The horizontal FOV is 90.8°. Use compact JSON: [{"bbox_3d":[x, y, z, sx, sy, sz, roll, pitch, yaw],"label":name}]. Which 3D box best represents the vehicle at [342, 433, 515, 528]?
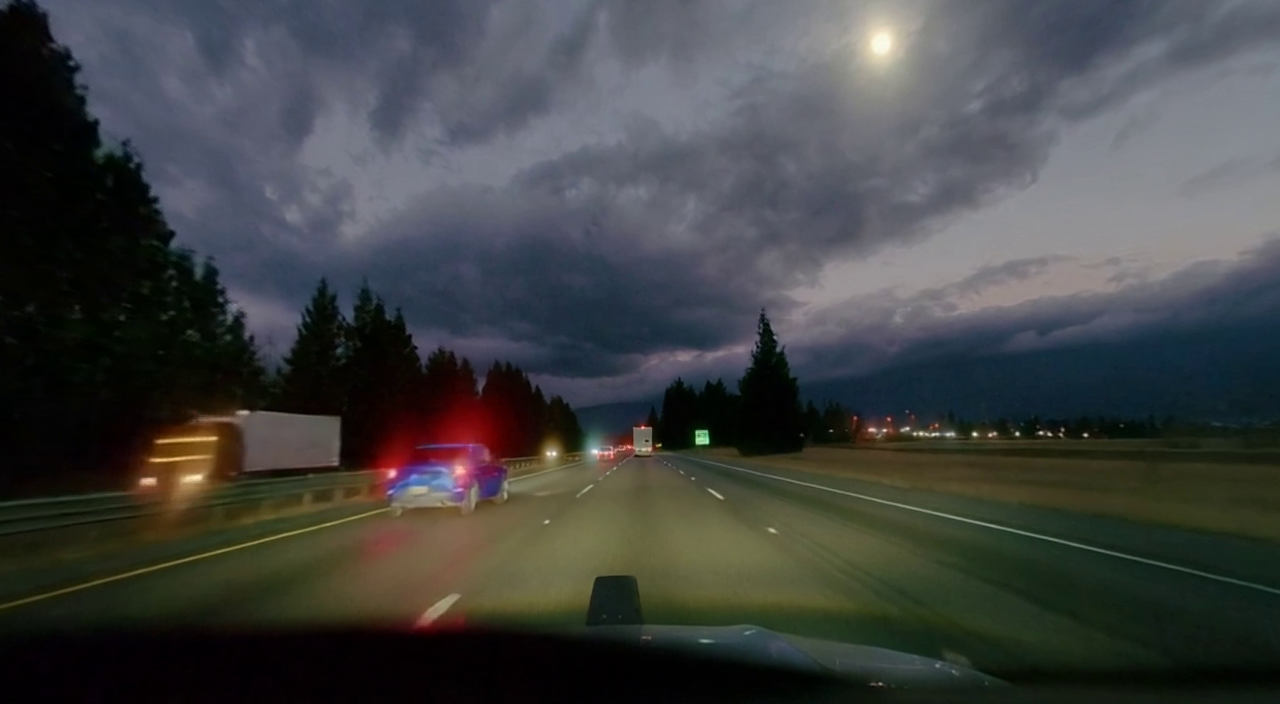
[{"bbox_3d":[-3.904,2.428,12.439,2.018,1.548,3.849,-1,-9,1],"label":"vehicle"}]

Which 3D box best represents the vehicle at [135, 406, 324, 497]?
[{"bbox_3d":[-16.727,4.172,26.599,2.848,3.224,7.360,-1,-9,1],"label":"vehicle"}]
